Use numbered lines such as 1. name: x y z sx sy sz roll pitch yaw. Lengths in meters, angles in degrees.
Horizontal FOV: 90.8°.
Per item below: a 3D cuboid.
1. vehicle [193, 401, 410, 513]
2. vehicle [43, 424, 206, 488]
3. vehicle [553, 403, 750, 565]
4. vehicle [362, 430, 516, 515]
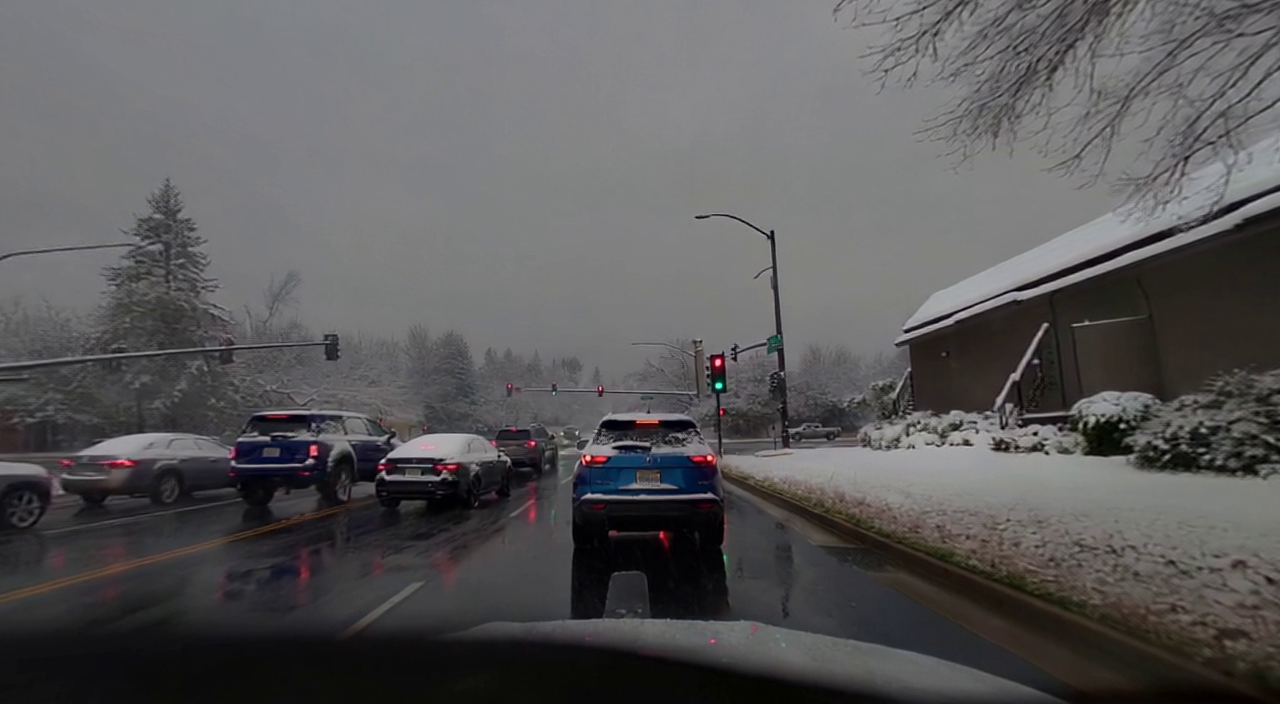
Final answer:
1. vehicle: -7.386 2.380 14.652 2.195 2.093 5.185 0 -9 -1
2. vehicle: -17.677 3.598 22.030 2.136 1.976 4.342 0 -9 -3
3. vehicle: 0.099 1.709 8.838 2.055 1.681 4.270 0 -9 -1
4. vehicle: -4.080 2.514 13.675 1.942 1.523 4.212 0 -9 0
